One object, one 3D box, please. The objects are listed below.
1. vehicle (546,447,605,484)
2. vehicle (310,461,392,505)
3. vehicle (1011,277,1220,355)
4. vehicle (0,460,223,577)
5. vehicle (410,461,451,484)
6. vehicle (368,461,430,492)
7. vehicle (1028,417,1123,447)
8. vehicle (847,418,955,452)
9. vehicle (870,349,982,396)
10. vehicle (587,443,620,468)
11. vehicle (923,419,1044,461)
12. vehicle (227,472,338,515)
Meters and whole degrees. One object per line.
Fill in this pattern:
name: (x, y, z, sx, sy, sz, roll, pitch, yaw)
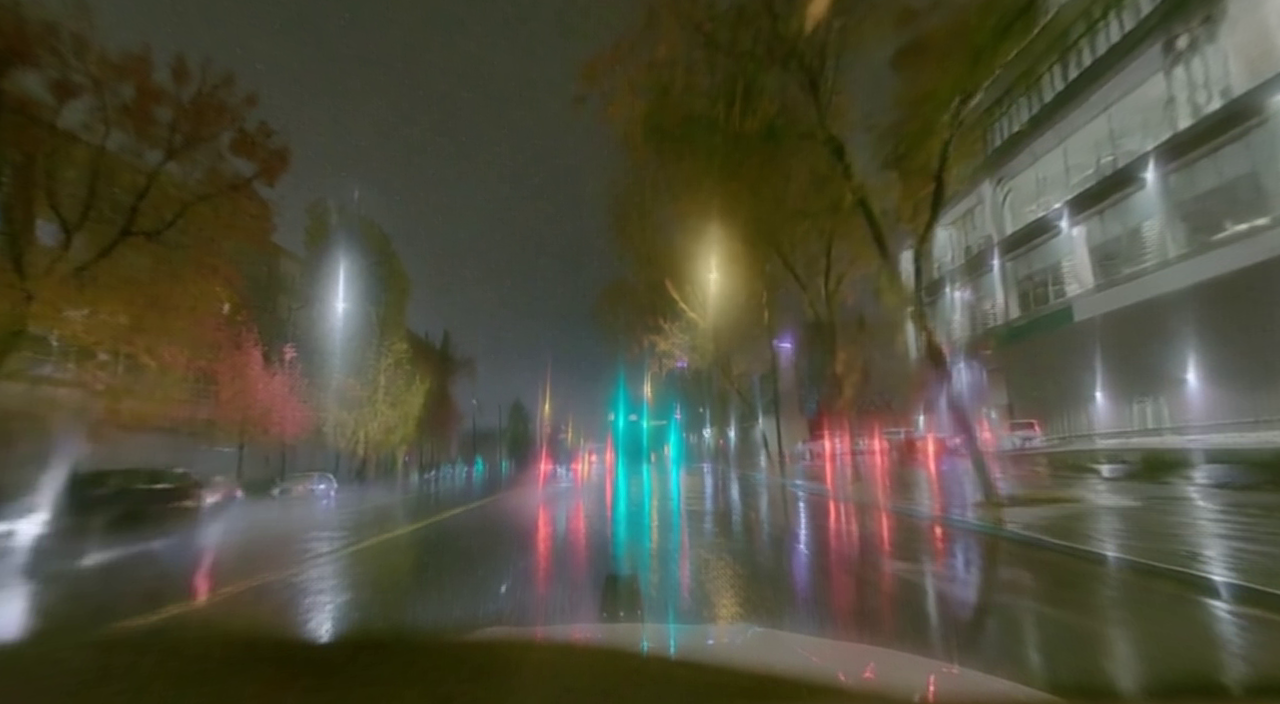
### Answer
vehicle: (-2.663, 4.809, 27.131, 2.051, 1.454, 4.132, 0, -8, 0)
vehicle: (-15.368, 6.927, 33.903, 1.917, 1.775, 5.018, -9, -9, -1)
vehicle: (12.033, -0.873, 16.205, 3.827, 1.556, 1.730, -1, -10, 1)
vehicle: (-9.823, 2.740, 11.163, 1.884, 1.518, 4.380, 0, -8, 0)
vehicle: (-15.081, 8.703, 45.663, 1.646, 1.462, 3.740, 0, -8, 0)
vehicle: (-15.017, 7.753, 39.589, 1.984, 1.635, 4.525, -3, -9, 2)
vehicle: (26.376, 4.857, 38.284, 4.439, 1.688, 2.101, 1, -9, -12)
vehicle: (13.253, 4.284, 32.329, 4.619, 1.626, 2.121, -1, -9, 4)
vehicle: (12.241, 0.889, 27.200, 3.826, 1.601, 1.807, -3, -8, -3)
vehicle: (-2.752, 7.950, 48.798, 2.190, 1.840, 4.720, 0, -8, 0)
vehicle: (13.030, 3.343, 24.123, 3.527, 1.496, 1.836, 0, -7, -3)
vehicle: (-15.313, 6.061, 27.425, 2.021, 1.438, 4.616, -2, -9, 2)
